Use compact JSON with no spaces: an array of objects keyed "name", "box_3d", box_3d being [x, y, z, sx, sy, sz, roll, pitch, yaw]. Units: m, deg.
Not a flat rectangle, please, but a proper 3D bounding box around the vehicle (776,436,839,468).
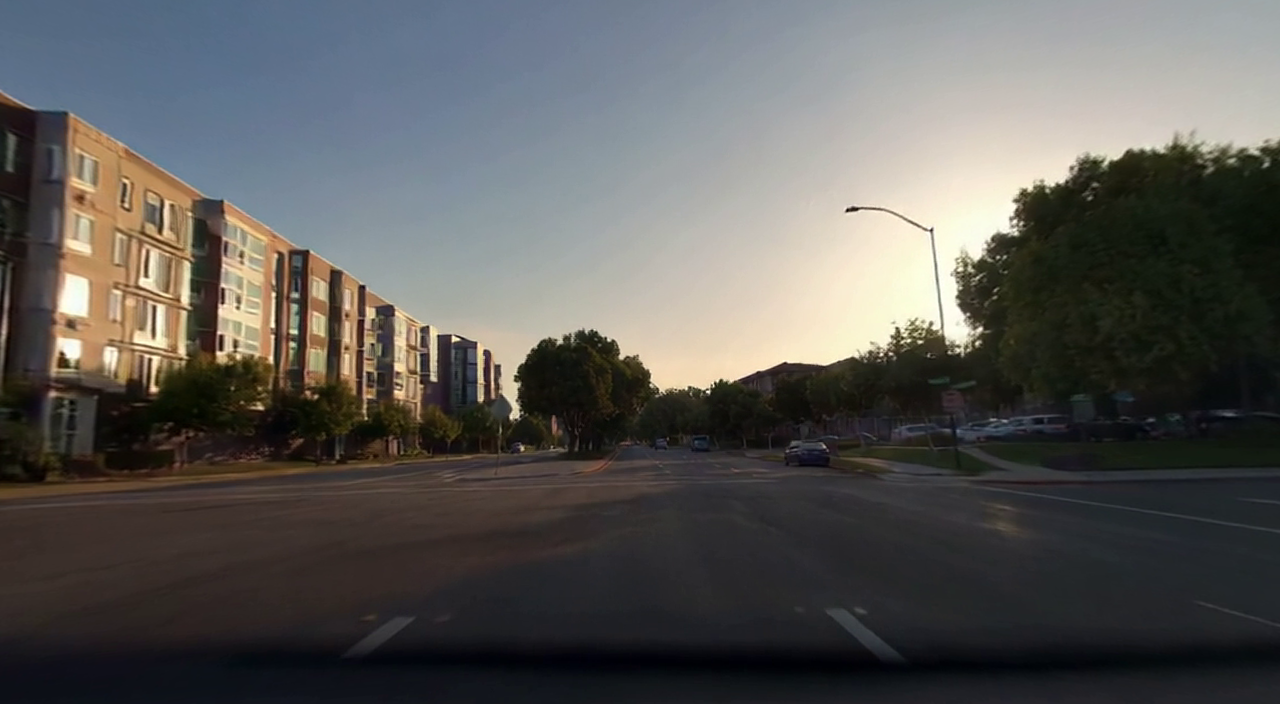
[{"name":"vehicle","box_3d":[9.865,5.952,37.726,2.065,1.732,5.036,1,-8,-4]}]
